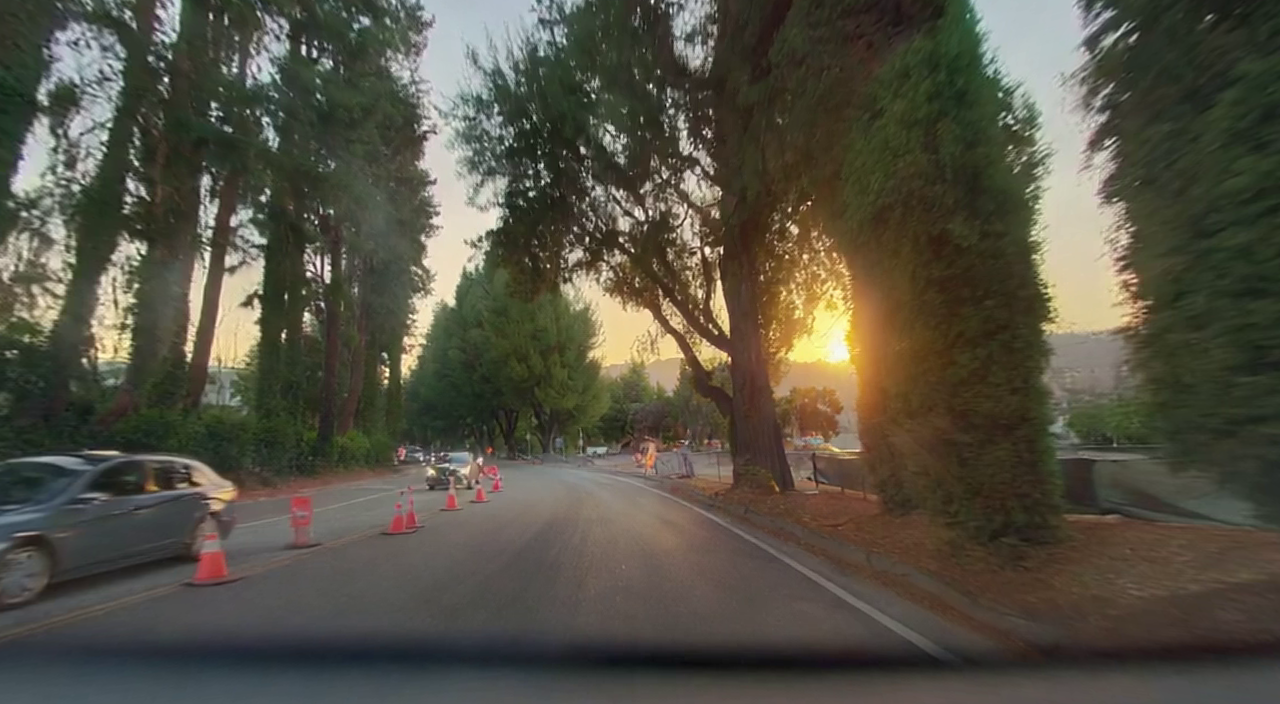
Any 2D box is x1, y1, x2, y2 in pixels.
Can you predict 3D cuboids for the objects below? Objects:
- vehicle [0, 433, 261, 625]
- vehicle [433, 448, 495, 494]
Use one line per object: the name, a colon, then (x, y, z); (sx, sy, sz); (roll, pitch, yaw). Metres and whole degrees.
vehicle: (-6.860, 1.923, 7.646); (1.943, 1.745, 4.115); (-1, -9, 0)
vehicle: (-7.804, 5.264, 28.436); (2.019, 1.840, 4.437); (0, -9, -7)
